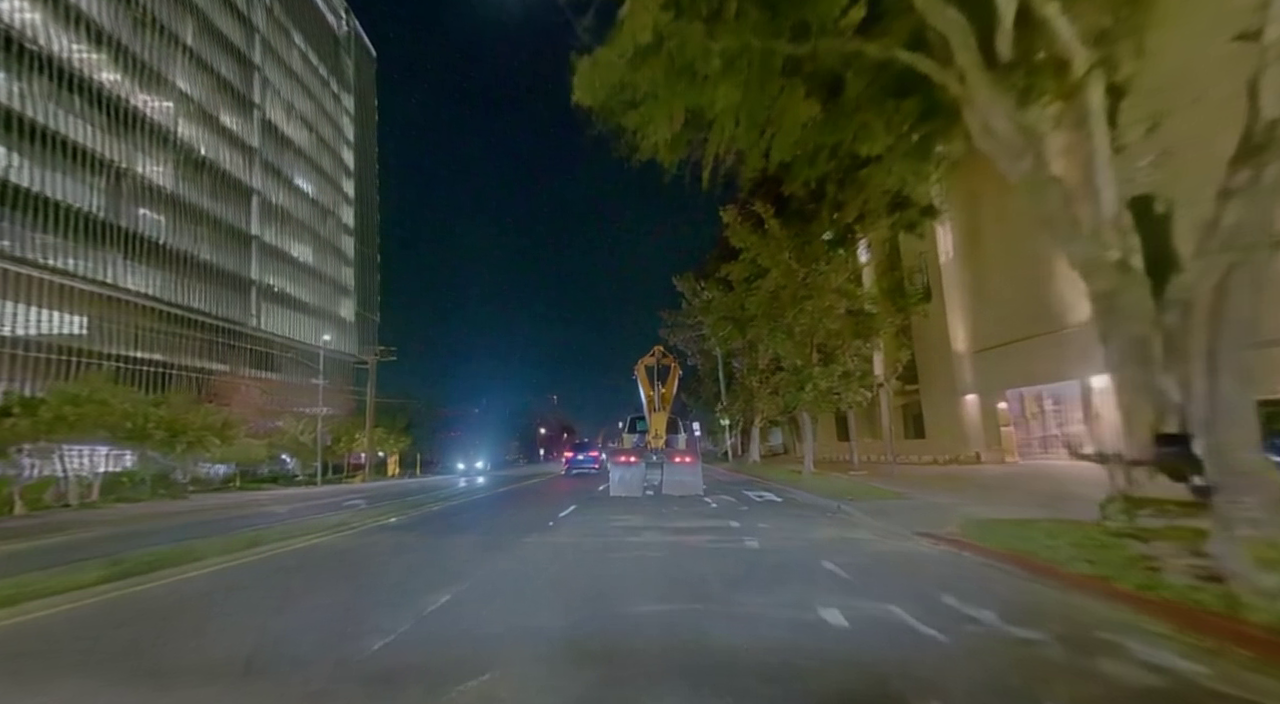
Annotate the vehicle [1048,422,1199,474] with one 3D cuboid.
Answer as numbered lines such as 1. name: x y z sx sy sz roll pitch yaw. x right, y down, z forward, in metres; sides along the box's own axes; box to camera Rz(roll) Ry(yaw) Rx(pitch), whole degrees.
1. vehicle: 16.987 3.404 22.428 1.845 1.593 3.941 -2 -8 -8

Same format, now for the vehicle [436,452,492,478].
1. vehicle: -11.027 7.055 39.785 1.939 1.496 4.678 -1 -9 3

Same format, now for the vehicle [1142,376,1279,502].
1. vehicle: 10.265 1.158 8.761 2.186 1.783 4.716 -1 -8 -9

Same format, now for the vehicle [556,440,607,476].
1. vehicle: -2.880 5.366 32.064 2.081 1.688 4.235 0 -9 2

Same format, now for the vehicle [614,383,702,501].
1. vehicle: 0.475 3.535 24.559 2.552 3.461 11.044 -2 -9 -1
